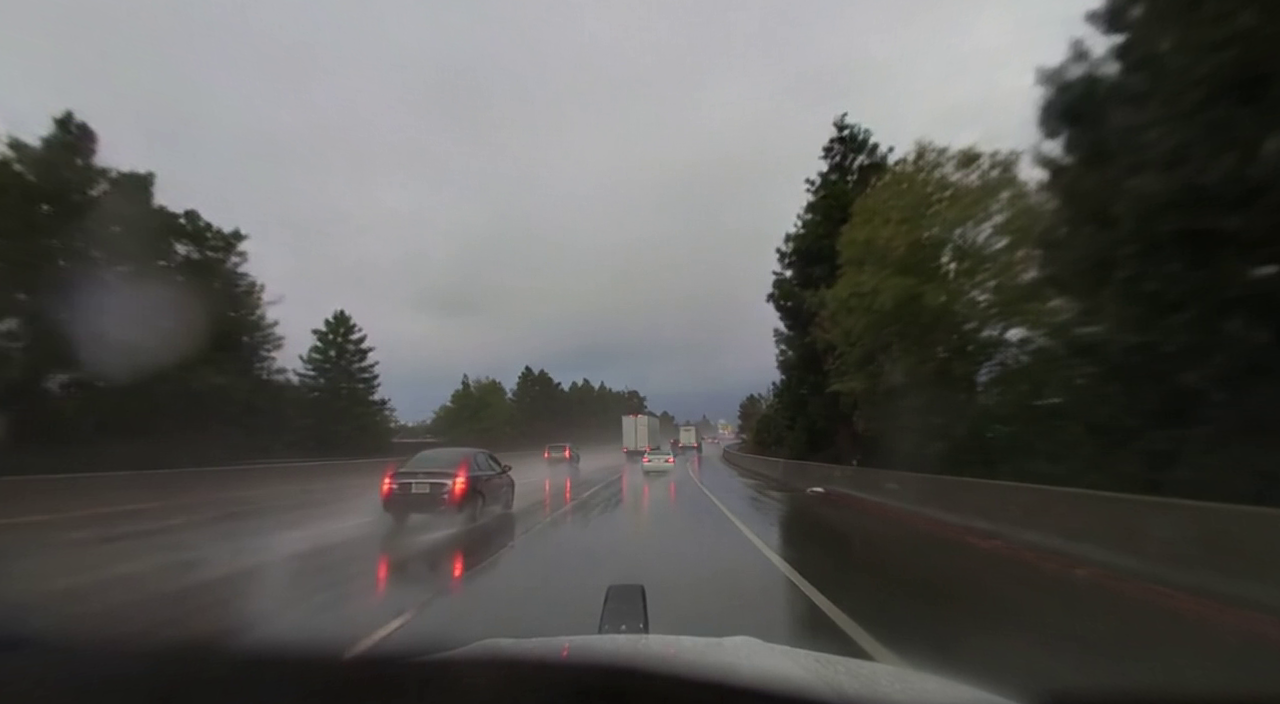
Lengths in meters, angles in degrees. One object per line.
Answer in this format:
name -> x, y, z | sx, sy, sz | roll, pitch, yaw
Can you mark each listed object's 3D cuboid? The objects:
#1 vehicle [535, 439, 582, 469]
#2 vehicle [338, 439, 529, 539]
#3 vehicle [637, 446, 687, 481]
vehicle -> -5.358, 6.820, 42.361 | 2.142, 1.833, 4.854 | -1, -9, 5
vehicle -> -3.553, 2.442, 11.950 | 1.916, 1.486, 4.631 | -1, -9, 2
vehicle -> 0.982, 4.758, 27.098 | 1.984, 1.365, 3.767 | -1, -9, 3
